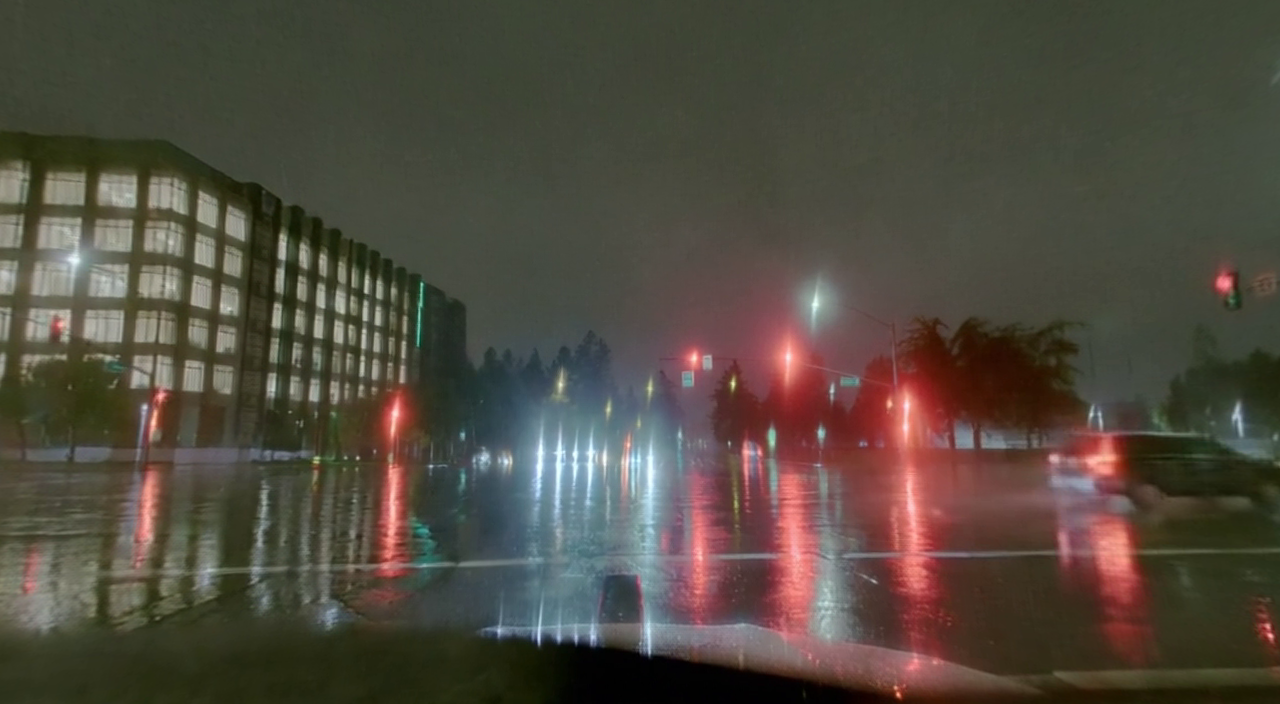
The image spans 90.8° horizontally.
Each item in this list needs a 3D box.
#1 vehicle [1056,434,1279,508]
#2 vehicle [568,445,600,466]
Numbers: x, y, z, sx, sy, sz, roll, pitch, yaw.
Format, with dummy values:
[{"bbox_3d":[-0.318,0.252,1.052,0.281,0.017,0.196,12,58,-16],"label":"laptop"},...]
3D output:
[{"bbox_3d":[13.742,2.982,16.202,4.853,1.719,1.986,1,-8,-7],"label":"vehicle"},{"bbox_3d":[-4.336,8.128,49.754,2.130,1.613,4.121,0,-8,0],"label":"vehicle"}]
